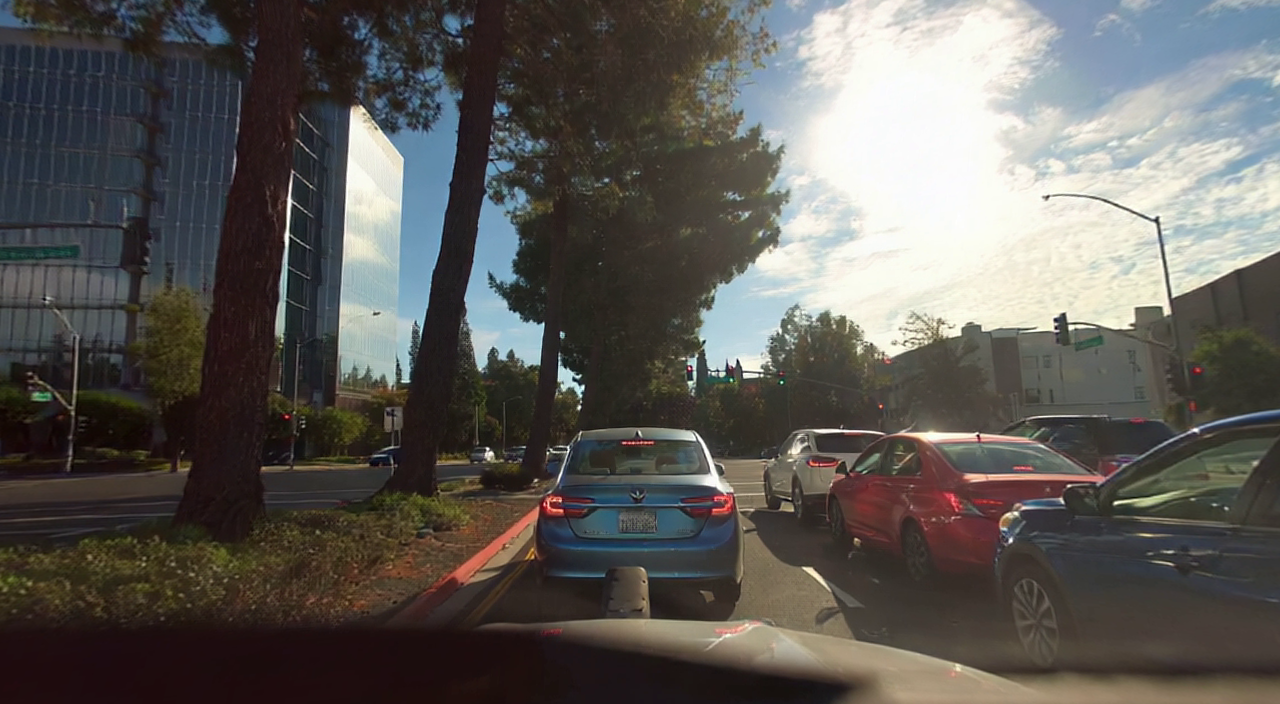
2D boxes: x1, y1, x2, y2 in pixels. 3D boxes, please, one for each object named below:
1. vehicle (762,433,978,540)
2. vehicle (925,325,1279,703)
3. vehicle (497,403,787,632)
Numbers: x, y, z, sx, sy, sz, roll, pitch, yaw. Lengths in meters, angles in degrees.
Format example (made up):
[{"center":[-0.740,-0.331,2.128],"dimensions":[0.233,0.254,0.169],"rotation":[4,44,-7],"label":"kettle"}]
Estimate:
[{"center":[3.709,2.258,11.291],"dimensions":[2.054,1.482,4.654],"rotation":[0,-9,-1],"label":"vehicle"},{"center":[3.738,0.929,3.424],"dimensions":[2.162,1.829,4.519],"rotation":[0,-9,-1],"label":"vehicle"},{"center":[-0.004,1.474,6.495],"dimensions":[2.074,1.631,3.793],"rotation":[0,-9,-1],"label":"vehicle"}]
